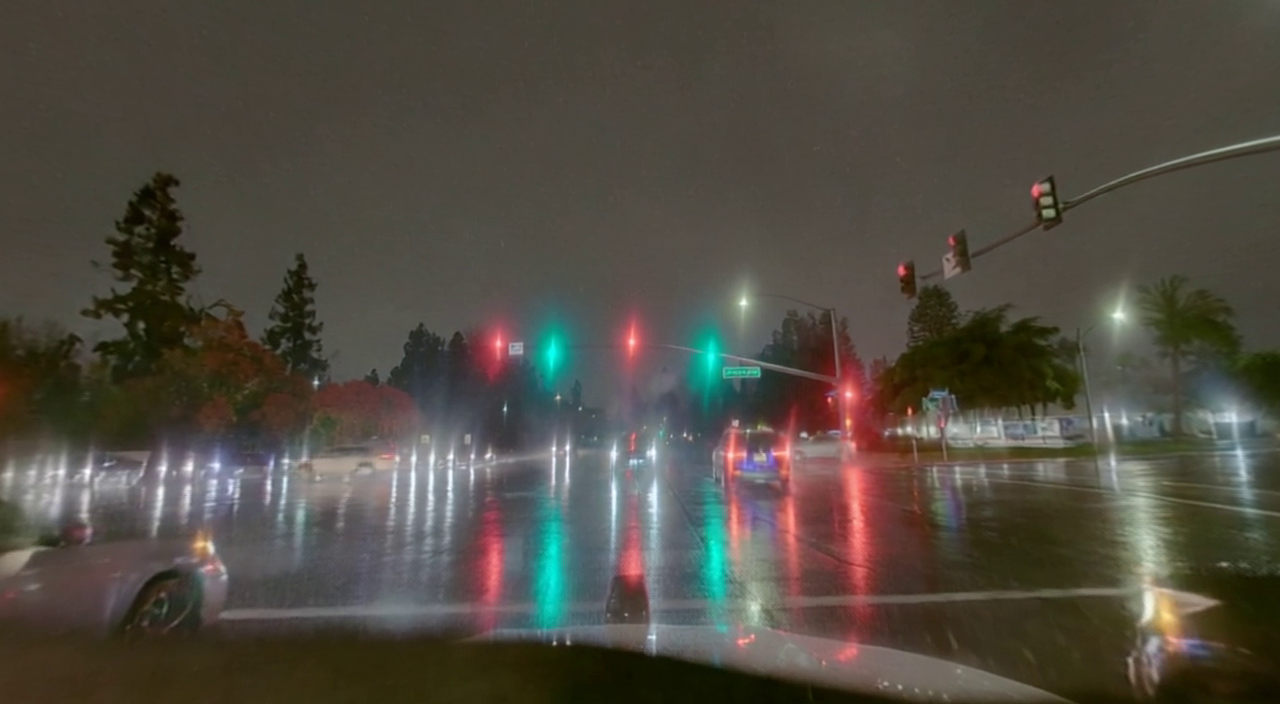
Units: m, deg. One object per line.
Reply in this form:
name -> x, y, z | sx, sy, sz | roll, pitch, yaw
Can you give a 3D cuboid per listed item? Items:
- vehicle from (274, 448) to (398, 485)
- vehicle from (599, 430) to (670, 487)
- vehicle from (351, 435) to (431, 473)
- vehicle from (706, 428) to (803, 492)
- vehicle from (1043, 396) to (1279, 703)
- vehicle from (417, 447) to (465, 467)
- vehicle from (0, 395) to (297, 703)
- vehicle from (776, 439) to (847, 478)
vehicle -> -12.112, 4.562, 25.358 | 4.094, 1.328, 1.700 | 0, -8, -7
vehicle -> -0.155, 3.644, 21.793 | 2.215, 1.749, 3.976 | 0, -8, 0
vehicle -> -13.993, 5.770, 35.830 | 2.196, 1.961, 5.359 | 0, -8, 2
vehicle -> 3.353, 3.278, 19.422 | 2.097, 1.707, 4.461 | 0, -8, 0
vehicle -> 3.068, 0.732, 1.062 | 1.960, 1.460, 4.233 | 0, -8, 0
vehicle -> -14.083, 7.437, 44.929 | 1.926, 1.325, 4.162 | -1, -8, 2
vehicle -> -3.582, 0.926, 2.517 | 1.941, 1.492, 4.399 | 0, -8, 0
vehicle -> 6.913, 4.332, 25.852 | 1.847, 1.432, 4.039 | 0, -8, 1
